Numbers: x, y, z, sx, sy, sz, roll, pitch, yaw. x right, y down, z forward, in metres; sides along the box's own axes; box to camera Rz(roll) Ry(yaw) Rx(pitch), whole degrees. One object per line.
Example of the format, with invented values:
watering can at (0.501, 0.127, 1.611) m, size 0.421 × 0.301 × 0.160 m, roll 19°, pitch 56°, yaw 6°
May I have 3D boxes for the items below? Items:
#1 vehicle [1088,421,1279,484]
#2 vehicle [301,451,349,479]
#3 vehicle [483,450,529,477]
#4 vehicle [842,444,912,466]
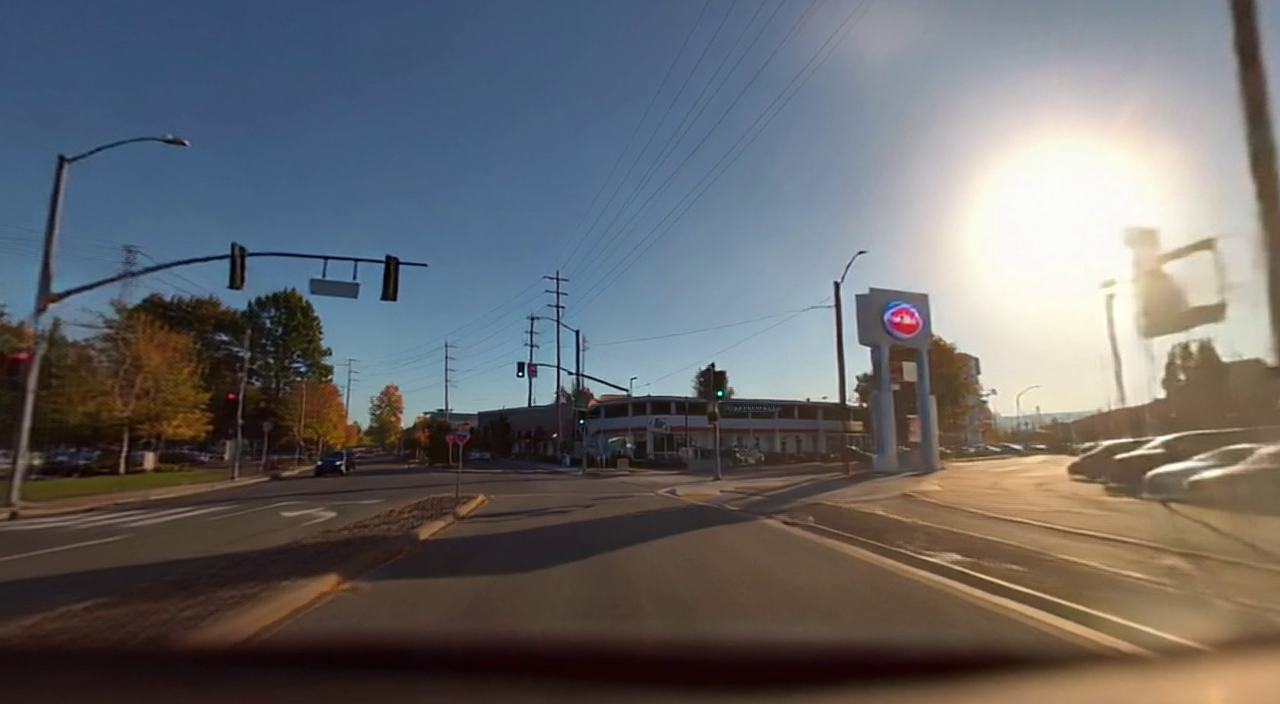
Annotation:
vehicle at (15.605, 2.835, 17.924) m, size 4.141 × 1.648 × 2.036 m, roll -1°, pitch -9°, yaw 4°
vehicle at (-18.365, 6.578, 37.001) m, size 2.207 × 1.503 × 4.561 m, roll 4°, pitch -9°, yaw -23°
vehicle at (-8.169, 6.738, 38.398) m, size 2.094 × 1.500 × 3.682 m, roll 3°, pitch -9°, yaw -21°
vehicle at (18.157, 7.947, 48.600) m, size 4.544 × 1.630 × 2.055 m, roll -1°, pitch -9°, yaw 6°
